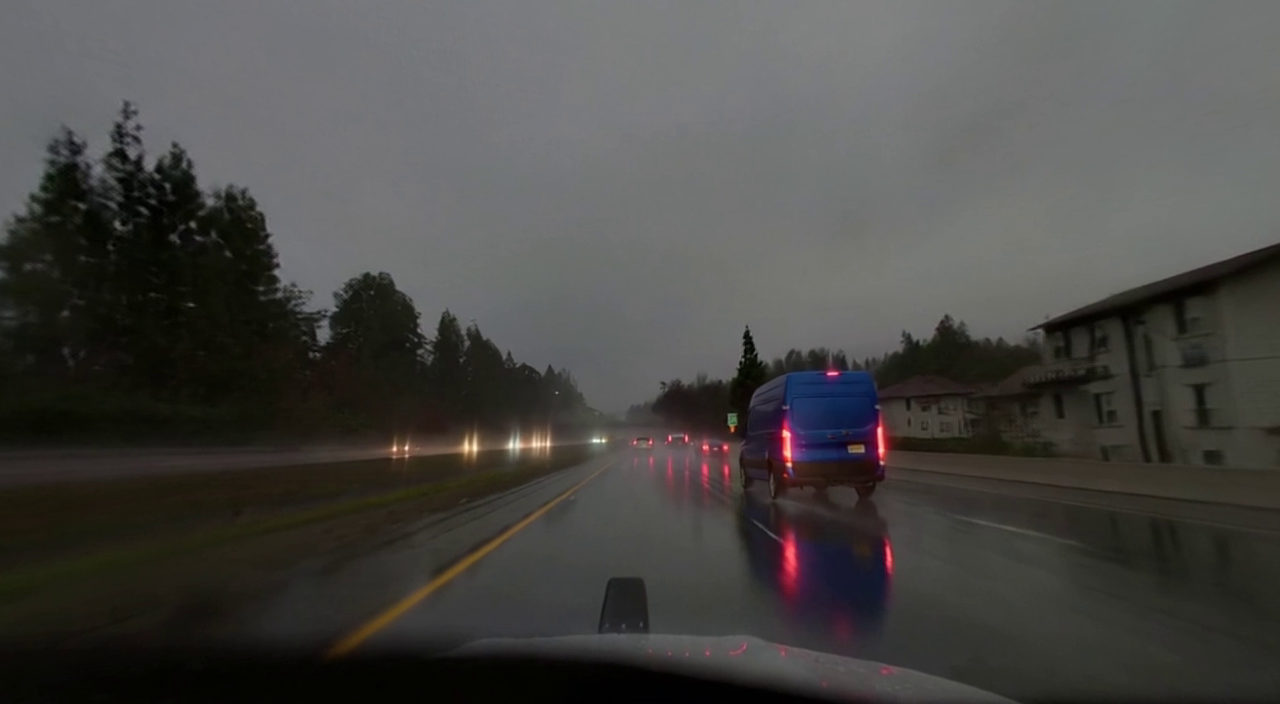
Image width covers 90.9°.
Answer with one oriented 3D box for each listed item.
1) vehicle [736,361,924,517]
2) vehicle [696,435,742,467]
[{"bbox_3d":[3.696,1.911,13.816,2.302,2.670,5.912,0,-8,1],"label":"vehicle"},{"bbox_3d":[4.427,5.624,35.940,2.034,1.651,4.342,0,-8,-1],"label":"vehicle"}]
